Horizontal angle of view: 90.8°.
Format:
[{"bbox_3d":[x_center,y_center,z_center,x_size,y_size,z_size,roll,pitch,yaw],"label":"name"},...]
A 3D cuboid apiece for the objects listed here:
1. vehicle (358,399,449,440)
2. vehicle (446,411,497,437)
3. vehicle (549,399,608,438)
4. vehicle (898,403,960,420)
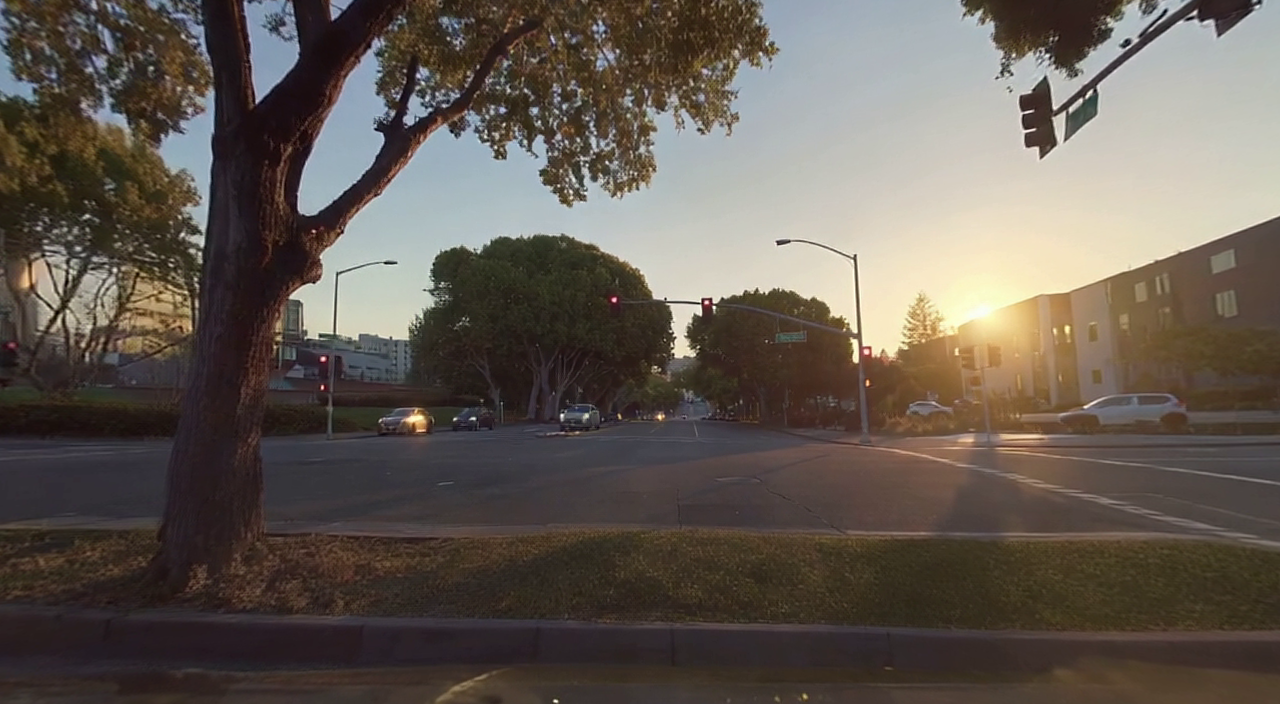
[{"bbox_3d":[-12.309,3.643,33.328,2.340,1.902,4.920,-1,-9,8],"label":"vehicle"},{"bbox_3d":[-11.029,4.792,41.751,1.899,1.510,4.294,-1,-9,4],"label":"vehicle"},{"bbox_3d":[-3.220,3.708,34.484,2.306,1.907,5.382,-1,-9,4],"label":"vehicle"},{"bbox_3d":[22.296,4.636,48.867,3.933,1.219,1.700,0,-9,4],"label":"vehicle"}]
